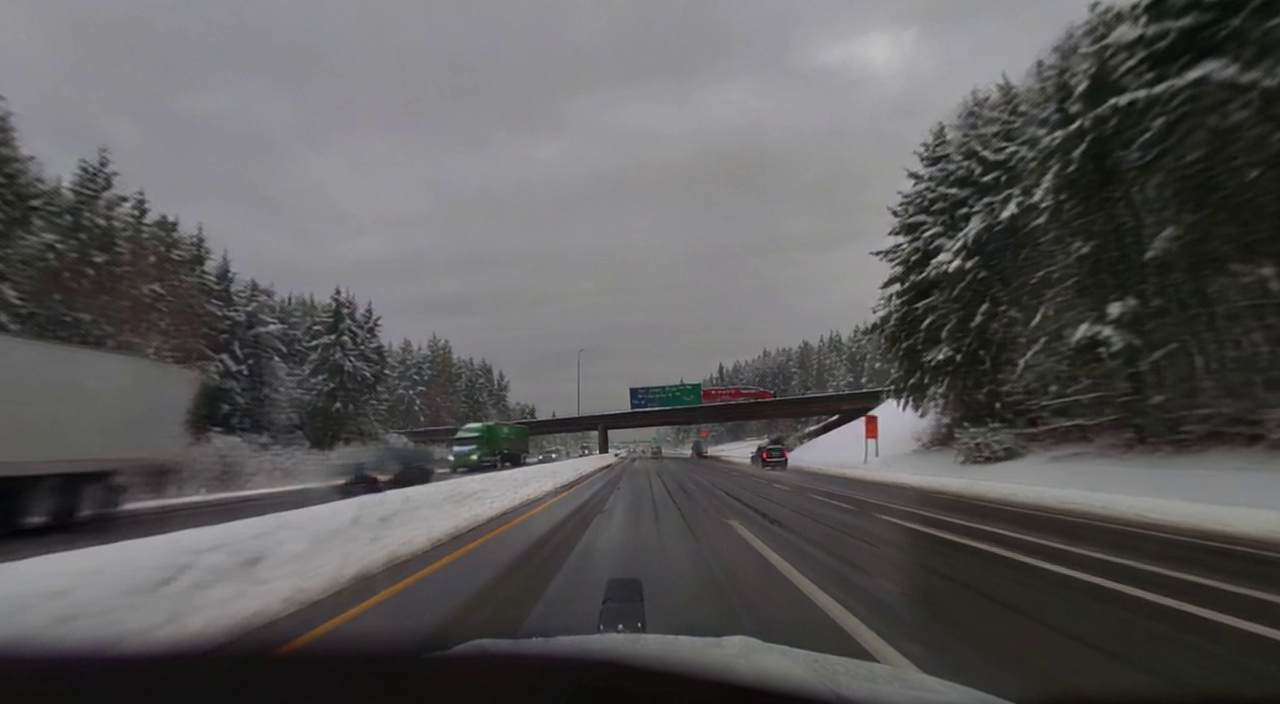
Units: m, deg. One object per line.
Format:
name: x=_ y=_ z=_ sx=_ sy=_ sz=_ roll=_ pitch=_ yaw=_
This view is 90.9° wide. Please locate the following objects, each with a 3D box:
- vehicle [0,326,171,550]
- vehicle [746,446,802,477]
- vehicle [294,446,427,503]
vehicle: x=-13.279 y=1.078 z=8.425 sx=3.133 sy=4.027 sz=14.079 roll=0 pitch=-9 yaw=0
vehicle: x=6.847 y=5.635 z=32.612 sx=1.987 sy=1.473 sz=4.244 roll=0 pitch=-9 yaw=0
vehicle: x=-8.628 y=3.818 z=20.028 sx=2.081 sy=1.569 sz=4.607 roll=0 pitch=-9 yaw=0
